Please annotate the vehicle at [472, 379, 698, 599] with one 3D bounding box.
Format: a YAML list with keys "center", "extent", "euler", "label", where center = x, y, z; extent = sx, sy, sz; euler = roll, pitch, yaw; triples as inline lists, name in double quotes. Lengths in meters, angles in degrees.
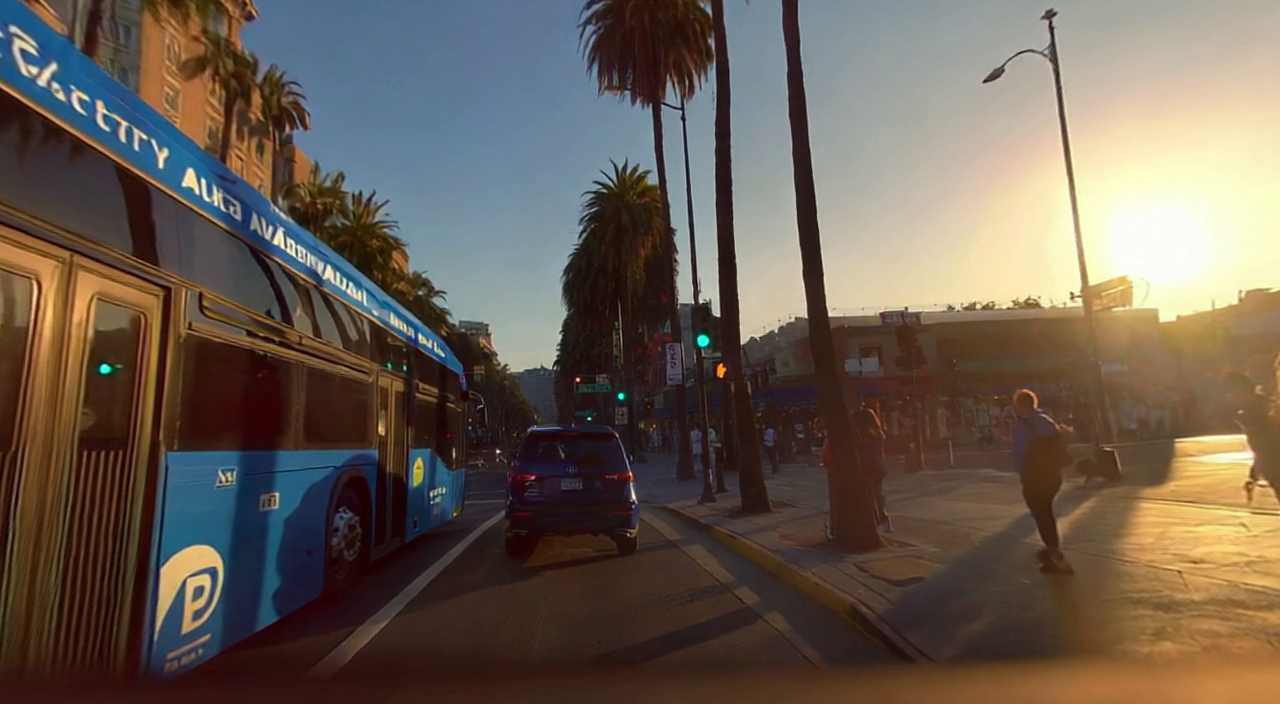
- center: [-0.805, 1.519, 7.800]
  extent: [2.002, 1.907, 4.211]
  euler: [1, -9, -9]
  label: "vehicle"

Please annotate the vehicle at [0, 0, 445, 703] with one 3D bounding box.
- center: [-3.742, 0.091, 2.823]
  extent: [2.863, 3.233, 11.573]
  euler: [0, -8, -4]
  label: "vehicle"
